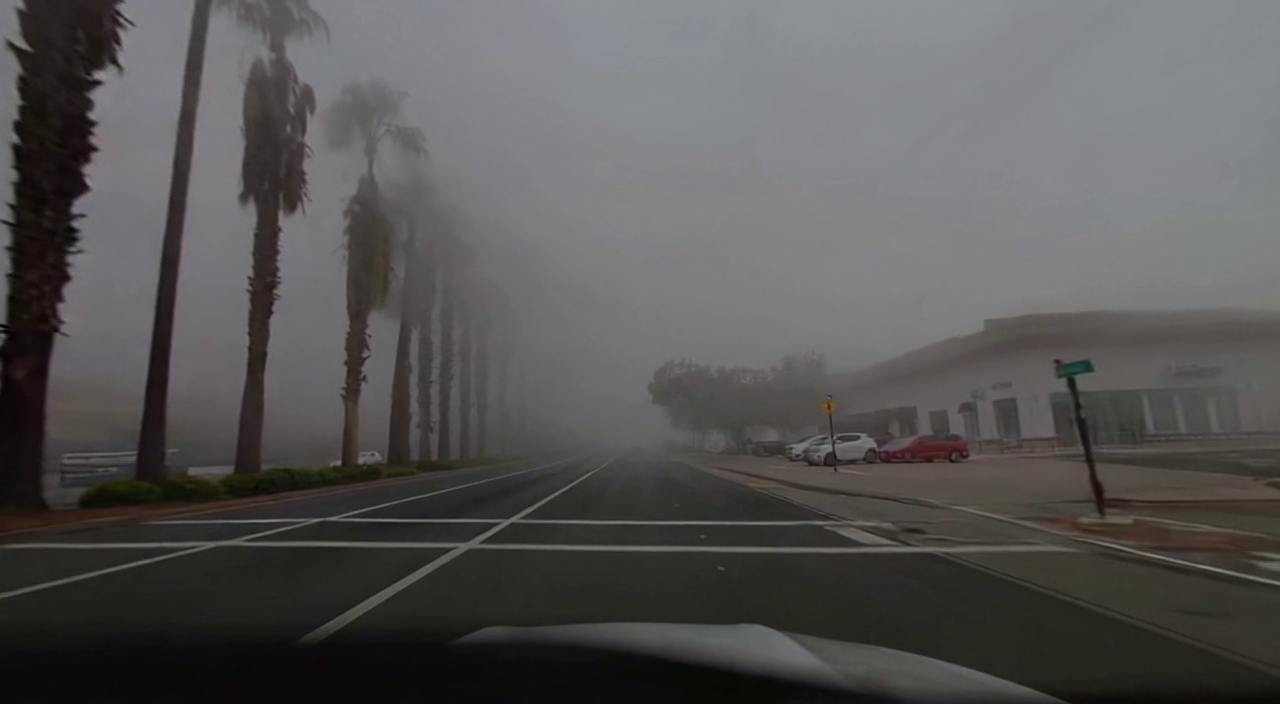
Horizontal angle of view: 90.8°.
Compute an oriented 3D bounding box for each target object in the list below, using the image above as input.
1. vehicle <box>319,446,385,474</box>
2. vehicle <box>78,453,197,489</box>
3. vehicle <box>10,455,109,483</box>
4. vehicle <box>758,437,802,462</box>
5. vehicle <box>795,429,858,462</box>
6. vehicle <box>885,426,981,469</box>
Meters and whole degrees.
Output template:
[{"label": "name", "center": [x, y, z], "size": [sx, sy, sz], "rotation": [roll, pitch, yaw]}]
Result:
[{"label": "vehicle", "center": [-16.464, 6.187, 36.314], "size": [1.870, 1.504, 3.993], "rotation": [0, -9, 0]}, {"label": "vehicle", "center": [-23.158, 5.467, 29.361], "size": [1.880, 1.480, 4.451], "rotation": [0, -9, -1]}, {"label": "vehicle", "center": [-37.031, 7.454, 40.364], "size": [4.327, 1.474, 1.858], "rotation": [-2, -7, -6]}, {"label": "vehicle", "center": [9.106, 6.395, 41.369], "size": [2.007, 1.525, 4.492], "rotation": [0, -9, 2]}, {"label": "vehicle", "center": [11.851, 6.030, 40.632], "size": [2.332, 1.937, 5.400], "rotation": [0, -9, -1]}, {"label": "vehicle", "center": [12.600, 4.174, 27.544], "size": [1.909, 1.686, 4.670], "rotation": [0, -9, 0]}]
